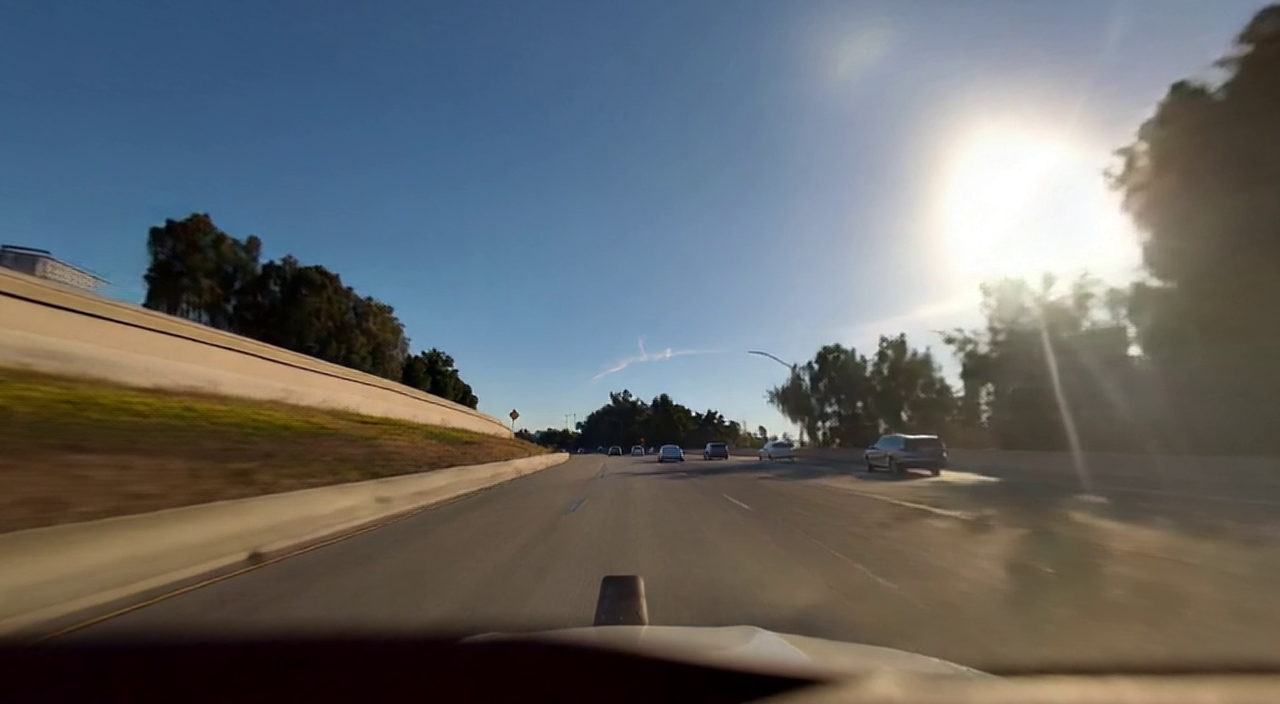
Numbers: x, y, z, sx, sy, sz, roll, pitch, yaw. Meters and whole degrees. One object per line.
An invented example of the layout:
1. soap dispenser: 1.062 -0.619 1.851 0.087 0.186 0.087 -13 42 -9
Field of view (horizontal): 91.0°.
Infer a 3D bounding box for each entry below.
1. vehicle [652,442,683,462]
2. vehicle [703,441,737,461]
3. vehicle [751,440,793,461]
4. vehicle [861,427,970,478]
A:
1. vehicle: 2.076 7.736 48.739 1.934 1.491 3.982 0 -9 -3
2. vehicle: 6.225 7.798 49.468 1.904 1.488 4.299 0 -9 -4
3. vehicle: 10.079 7.542 48.312 1.987 1.546 4.271 0 -9 -4
4. vehicle: 10.532 3.881 24.493 2.077 1.763 4.472 0 -9 -2
